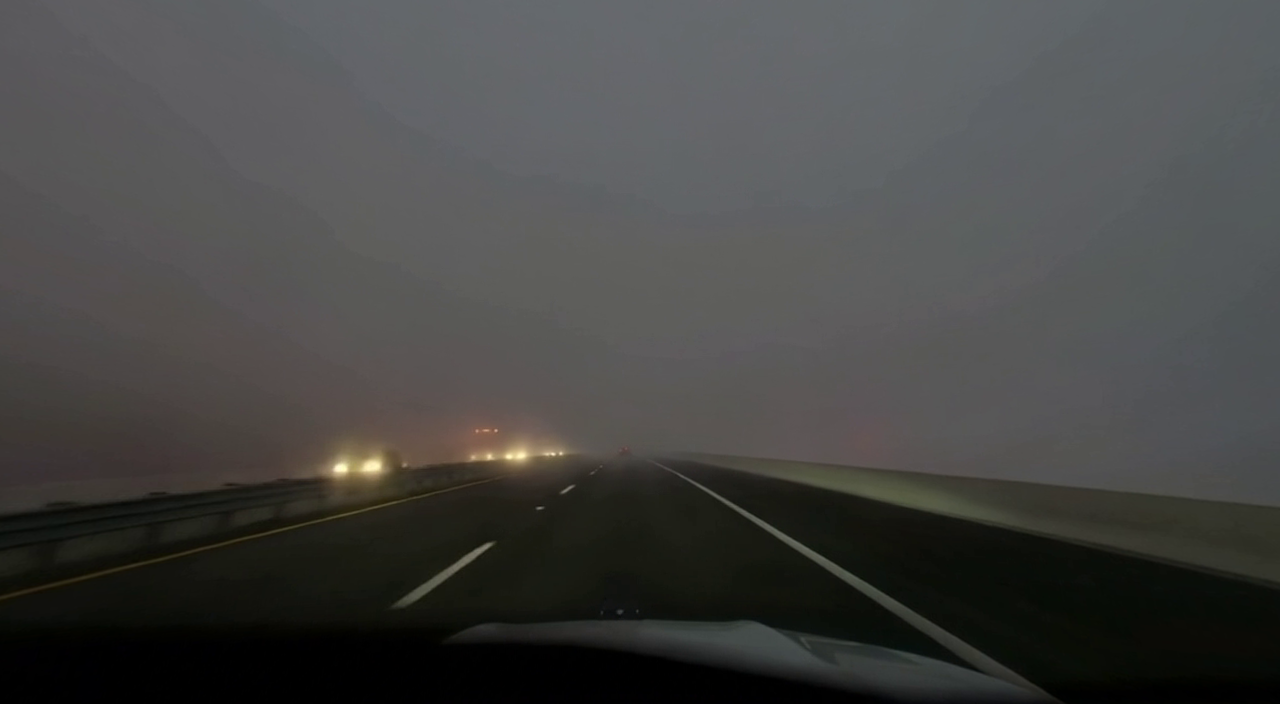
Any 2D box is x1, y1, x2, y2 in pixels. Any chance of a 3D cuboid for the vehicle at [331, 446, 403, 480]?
[{"bbox_3d":[-13.565,5.521,31.371,1.883,1.562,4.072,0,-9,-2],"label":"vehicle"}]
